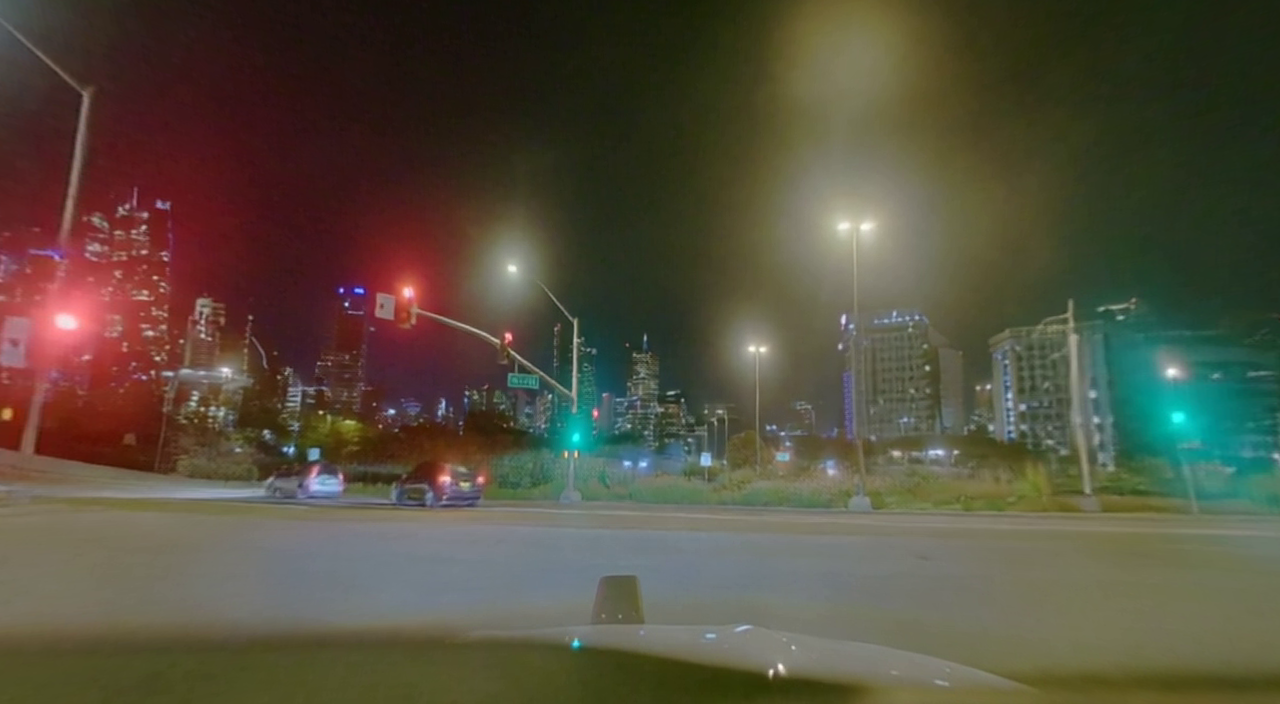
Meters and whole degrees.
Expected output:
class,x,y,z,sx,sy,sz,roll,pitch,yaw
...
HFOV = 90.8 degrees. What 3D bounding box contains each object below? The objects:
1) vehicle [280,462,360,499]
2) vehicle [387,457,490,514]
class,x,y,z,sx,sy,sz,roll,pitch,yaw
vehicle,-16.005,6.338,31.537,3.852,1.605,2.007,-7,-10,37
vehicle,-6.593,4.232,20.451,2.048,1.516,3.874,5,-10,-35
